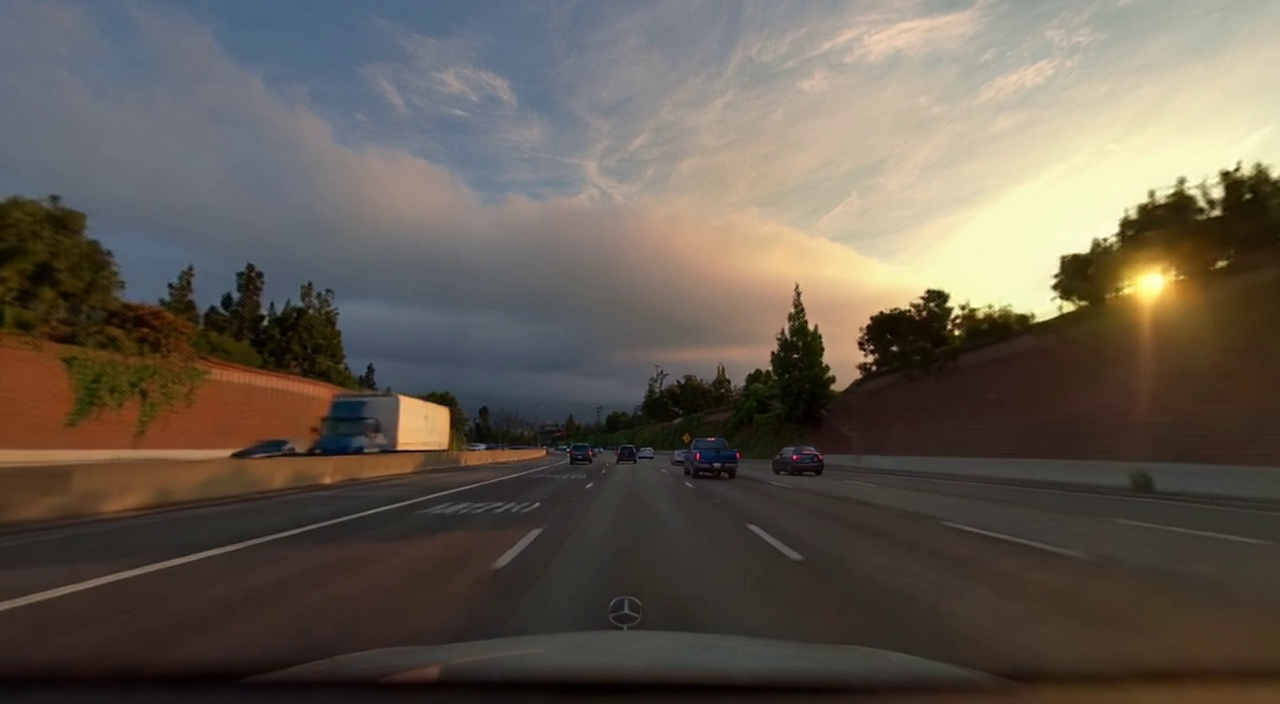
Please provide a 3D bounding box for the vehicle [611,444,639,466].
[{"bbox_3d":[-1.202,7.900,48.653,2.050,1.607,3.821,0,-8,-4],"label":"vehicle"}]

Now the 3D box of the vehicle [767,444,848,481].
[{"bbox_3d":[7.282,4.828,28.004,1.976,1.485,4.925,0,-8,-3],"label":"vehicle"}]

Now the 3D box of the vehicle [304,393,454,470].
[{"bbox_3d":[-14.468,4.780,36.982,3.332,3.597,13.916,0,-8,-2],"label":"vehicle"}]

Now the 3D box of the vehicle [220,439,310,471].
[{"bbox_3d":[-18.459,5.092,31.330,1.895,1.465,4.334,0,-8,-2],"label":"vehicle"}]

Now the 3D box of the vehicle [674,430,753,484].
[{"bbox_3d":[2.878,4.304,26.194,2.374,1.952,5.431,0,-8,-3],"label":"vehicle"}]
